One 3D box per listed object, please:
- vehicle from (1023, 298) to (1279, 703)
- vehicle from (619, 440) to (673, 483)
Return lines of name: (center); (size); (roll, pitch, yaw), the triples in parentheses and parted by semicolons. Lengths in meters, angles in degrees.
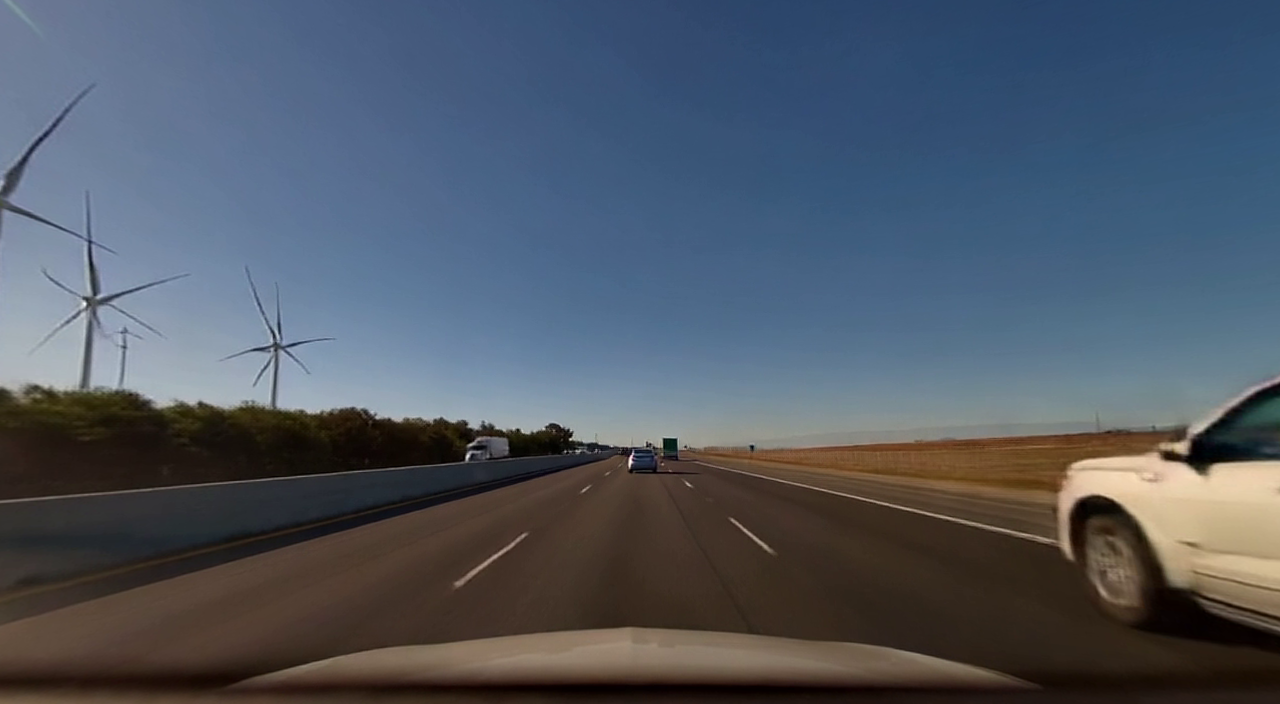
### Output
vehicle: (3.728, 0.581, 1.810); (2.104, 1.861, 4.956); (0, -9, 0)
vehicle: (0.211, 4.564, 26.488); (2.083, 1.653, 3.787); (0, -9, -1)
